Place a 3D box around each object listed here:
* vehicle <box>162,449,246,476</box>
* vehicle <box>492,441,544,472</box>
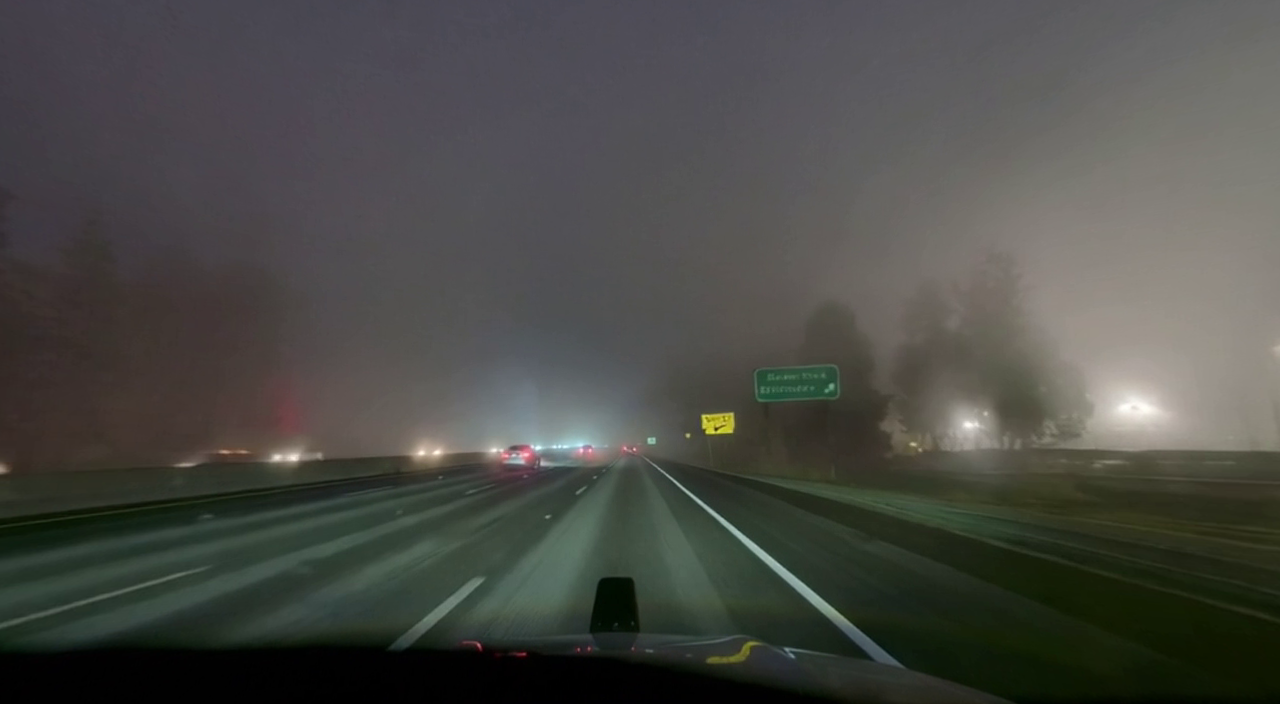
[{"bbox_3d":[-25.907,6.565,37.740,1.875,1.469,4.459,0,-9,0],"label":"vehicle"},{"bbox_3d":[-6.911,5.991,36.391,2.016,1.606,4.806,0,-9,0],"label":"vehicle"}]
